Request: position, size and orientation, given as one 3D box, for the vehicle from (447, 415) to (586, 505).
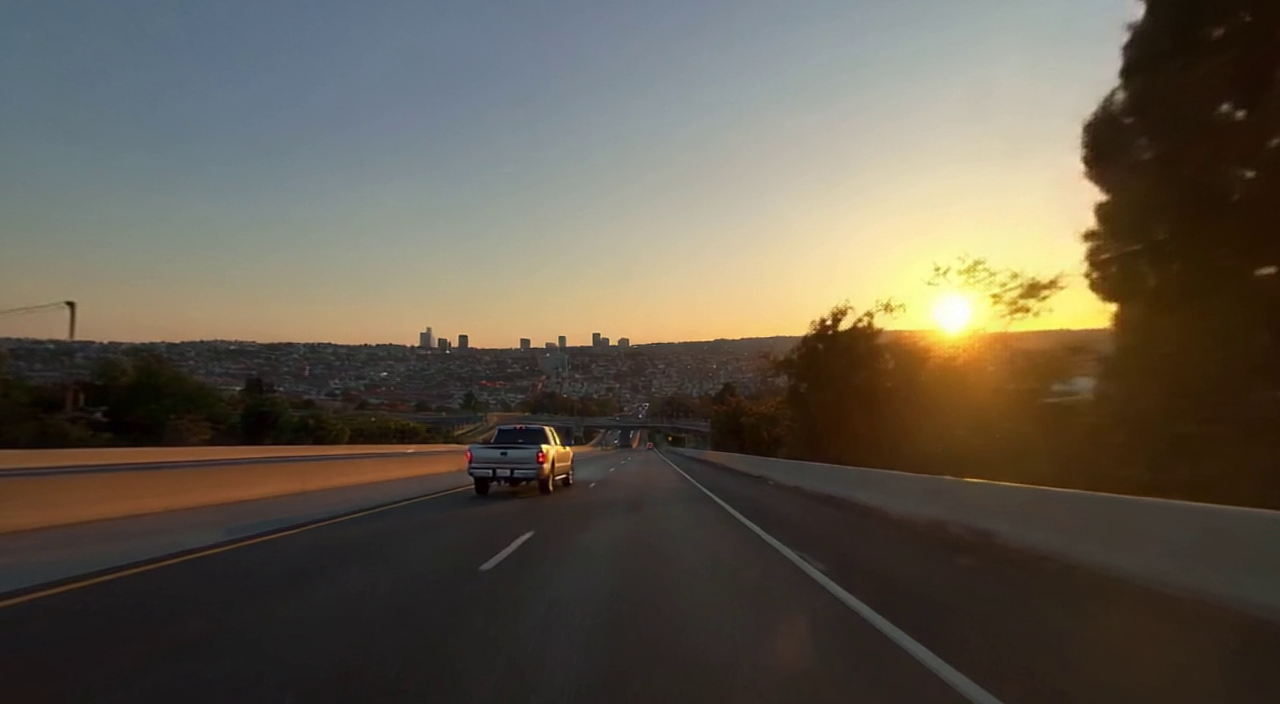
[{"bbox_3d":[-2.930,2.756,16.508,2.350,1.932,5.562,0,-8,2],"label":"vehicle"}]
